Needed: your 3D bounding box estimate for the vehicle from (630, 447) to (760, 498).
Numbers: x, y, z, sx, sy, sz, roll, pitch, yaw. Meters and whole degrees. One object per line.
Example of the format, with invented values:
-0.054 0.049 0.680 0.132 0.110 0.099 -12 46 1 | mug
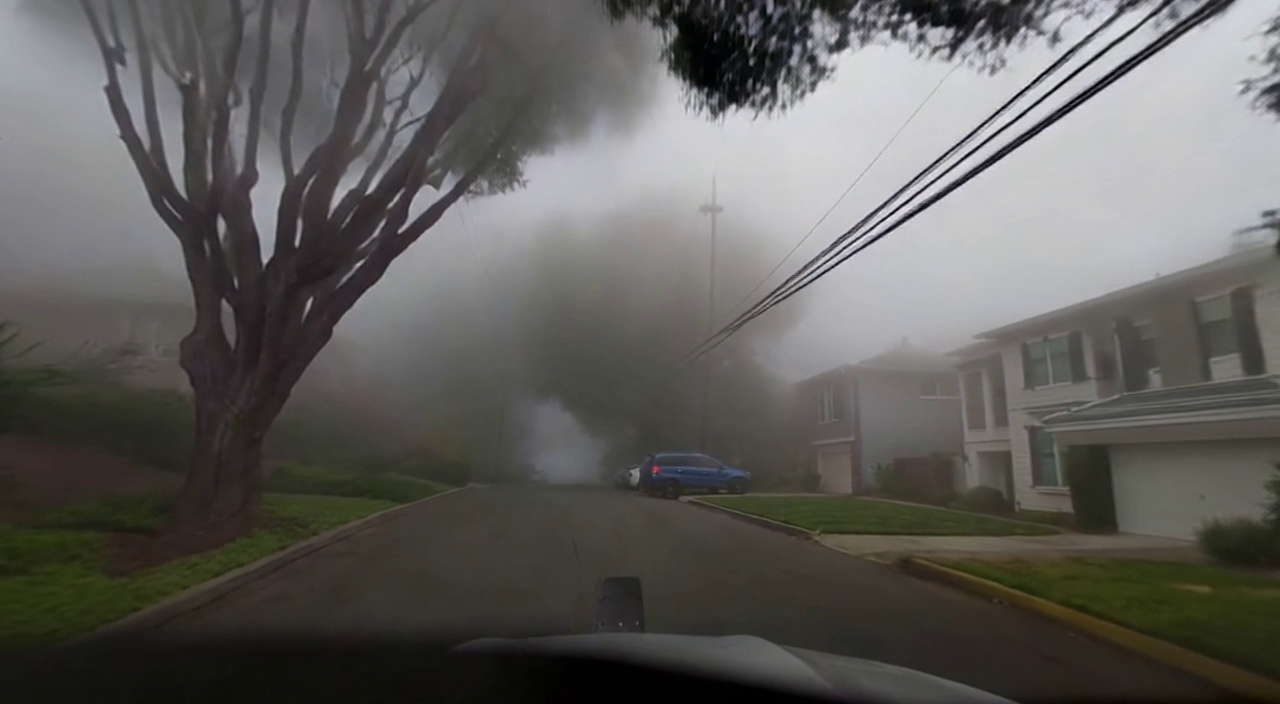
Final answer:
1.951 4.375 23.252 4.413 1.728 1.869 1 -8 -10 | vehicle
